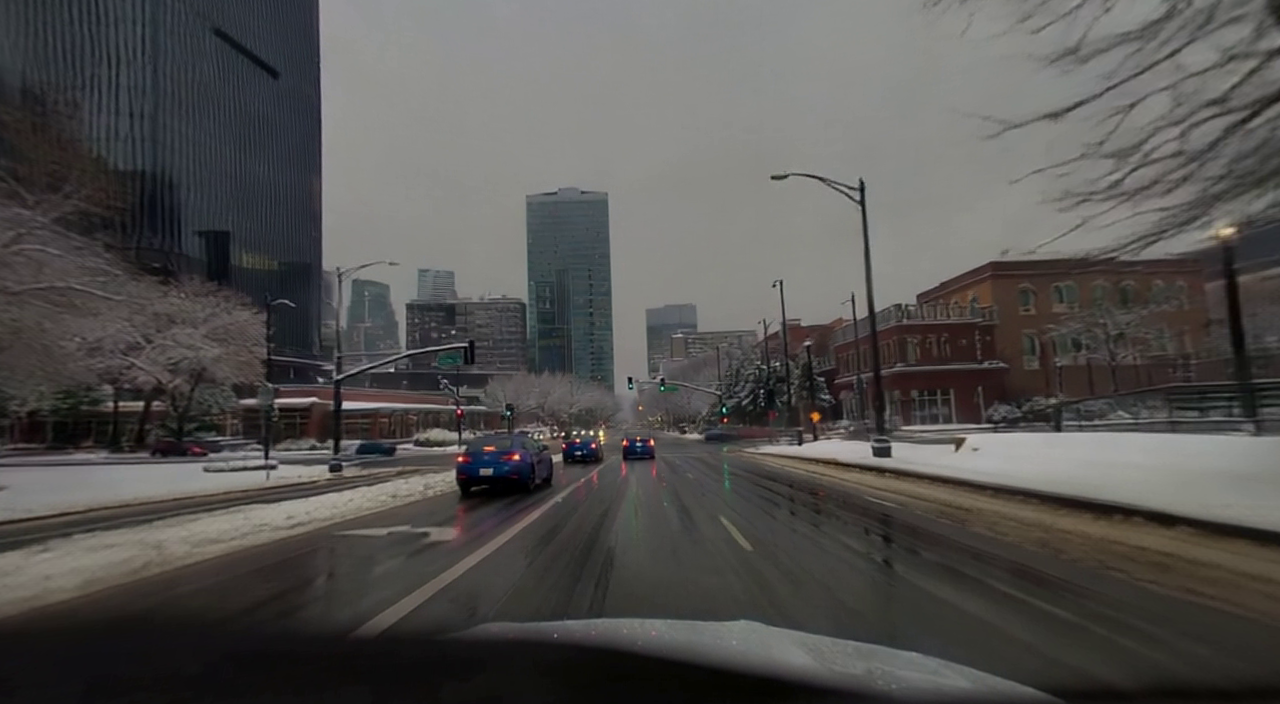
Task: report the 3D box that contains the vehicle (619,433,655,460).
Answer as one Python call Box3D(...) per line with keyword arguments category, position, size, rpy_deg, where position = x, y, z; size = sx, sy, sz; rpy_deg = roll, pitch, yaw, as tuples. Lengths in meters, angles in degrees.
Box3D(category="vehicle", position=(-0.169, 5.653, 37.880), size=(2.016, 1.478, 3.795), rpy_deg=(0, -8, 0))

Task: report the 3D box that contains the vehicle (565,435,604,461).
Box3D(category="vehicle", position=(-3.374, 5.890, 38.922), size=(1.995, 1.479, 4.627), rpy_deg=(0, -8, 0))
